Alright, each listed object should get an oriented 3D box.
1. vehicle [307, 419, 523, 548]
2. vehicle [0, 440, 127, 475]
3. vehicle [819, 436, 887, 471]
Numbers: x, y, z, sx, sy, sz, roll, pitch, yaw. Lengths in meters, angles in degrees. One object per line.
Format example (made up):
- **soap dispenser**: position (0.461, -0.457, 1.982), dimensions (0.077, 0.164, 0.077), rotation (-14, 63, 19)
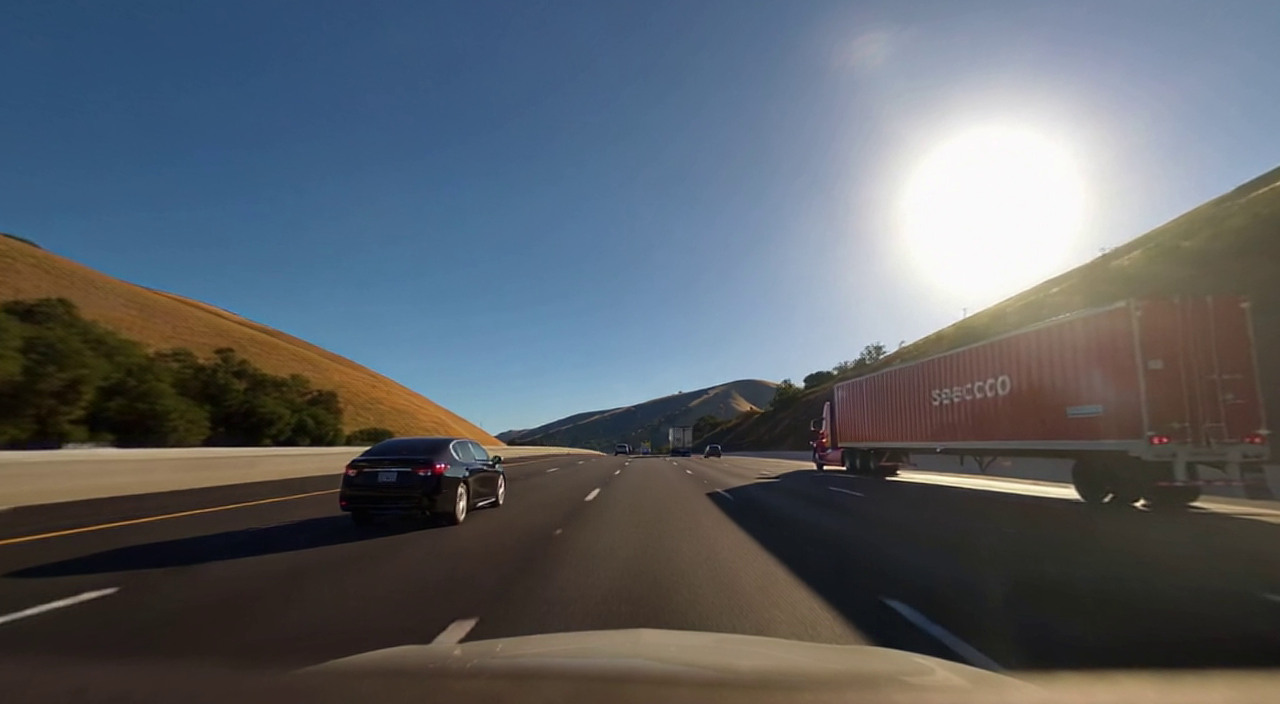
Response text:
- **vehicle**: position (-3.220, 1.959, 9.965), dimensions (1.967, 1.615, 3.886), rotation (0, -8, 0)
- **vehicle**: position (-25.938, 4.643, 27.940), dimensions (1.851, 1.390, 5.059), rotation (0, -8, 1)
- **vehicle**: position (11.450, 5.473, 34.062), dimensions (2.062, 1.736, 4.589), rotation (0, -8, 0)
